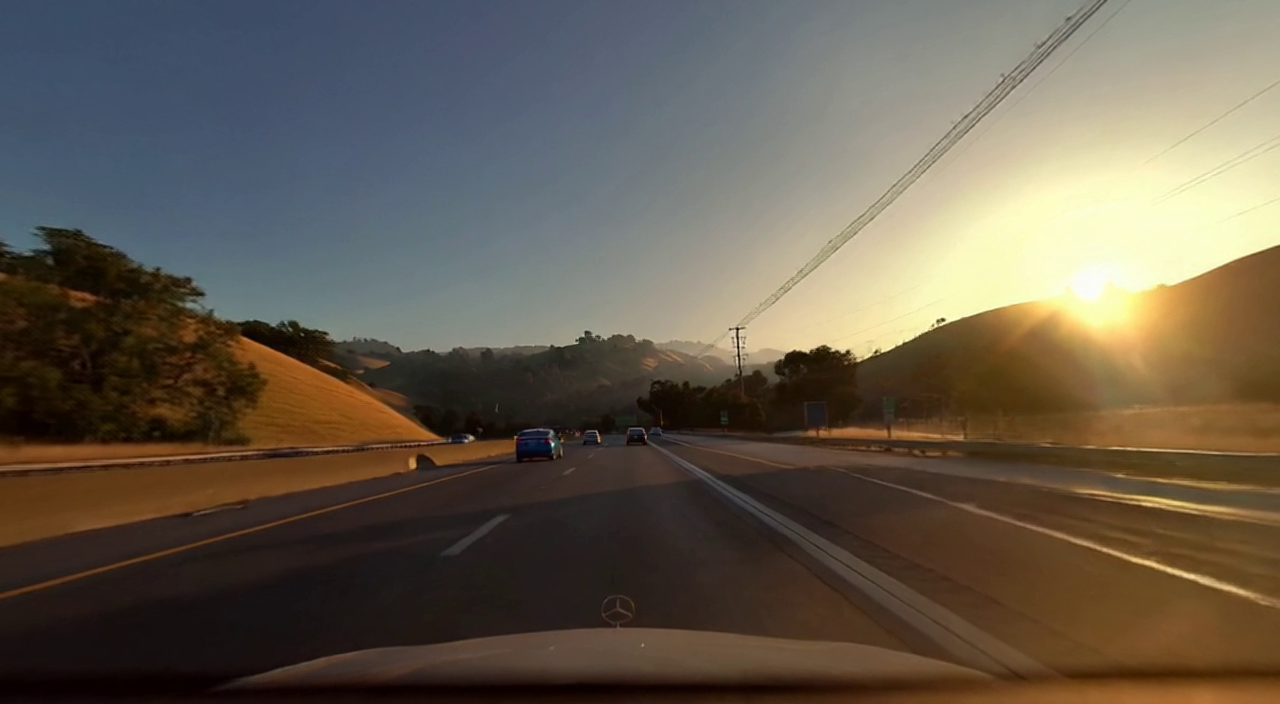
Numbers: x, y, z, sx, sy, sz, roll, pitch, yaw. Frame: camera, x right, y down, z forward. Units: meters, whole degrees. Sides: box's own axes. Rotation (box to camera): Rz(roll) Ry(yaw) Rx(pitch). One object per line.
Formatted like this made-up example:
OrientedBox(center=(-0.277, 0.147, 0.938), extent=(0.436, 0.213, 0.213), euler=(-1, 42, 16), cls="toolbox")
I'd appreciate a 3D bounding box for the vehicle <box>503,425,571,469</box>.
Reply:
OrientedBox(center=(-3.964, 3.729, 24.966), extent=(2.023, 1.580, 4.259), euler=(0, -8, -1), cls="vehicle")
